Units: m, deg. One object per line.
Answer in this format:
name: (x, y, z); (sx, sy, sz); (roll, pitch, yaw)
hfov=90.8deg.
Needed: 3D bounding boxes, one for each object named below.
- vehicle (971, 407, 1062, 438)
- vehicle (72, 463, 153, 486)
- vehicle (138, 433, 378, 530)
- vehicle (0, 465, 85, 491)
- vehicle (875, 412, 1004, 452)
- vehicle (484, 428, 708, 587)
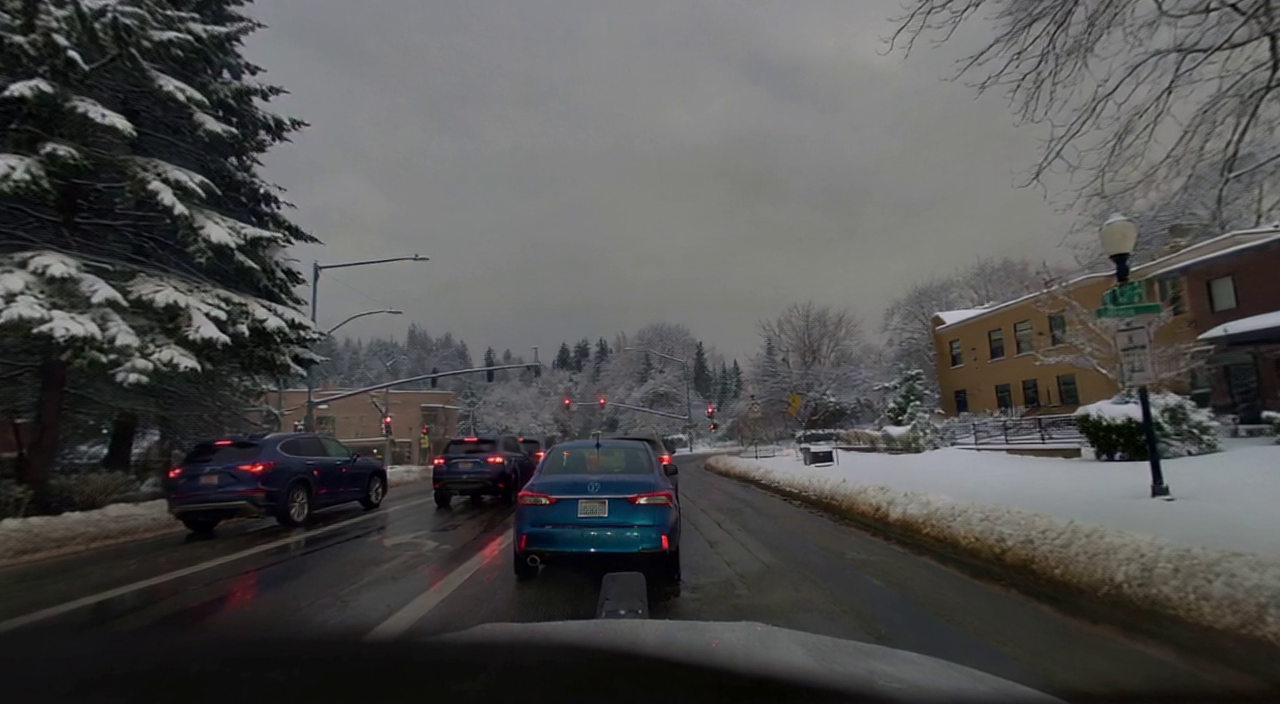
vehicle: (26.989, 5.110, 45.307); (5.333, 1.880, 2.130); (-8, -9, 33)
vehicle: (-36.380, 8.441, 43.638); (3.918, 1.423, 1.861); (0, -9, 1)
vehicle: (-7.270, 2.485, 12.705); (2.096, 1.593, 4.288); (0, -9, 0)
vehicle: (-36.628, 7.622, 38.320); (4.093, 1.440, 1.804); (0, -9, -1)
vehicle: (13.928, 3.771, 29.589); (4.975, 1.809, 1.956); (0, -9, 1)
vehicle: (-0.409, 1.771, 7.998); (2.104, 1.472, 3.946); (0, -9, 0)
